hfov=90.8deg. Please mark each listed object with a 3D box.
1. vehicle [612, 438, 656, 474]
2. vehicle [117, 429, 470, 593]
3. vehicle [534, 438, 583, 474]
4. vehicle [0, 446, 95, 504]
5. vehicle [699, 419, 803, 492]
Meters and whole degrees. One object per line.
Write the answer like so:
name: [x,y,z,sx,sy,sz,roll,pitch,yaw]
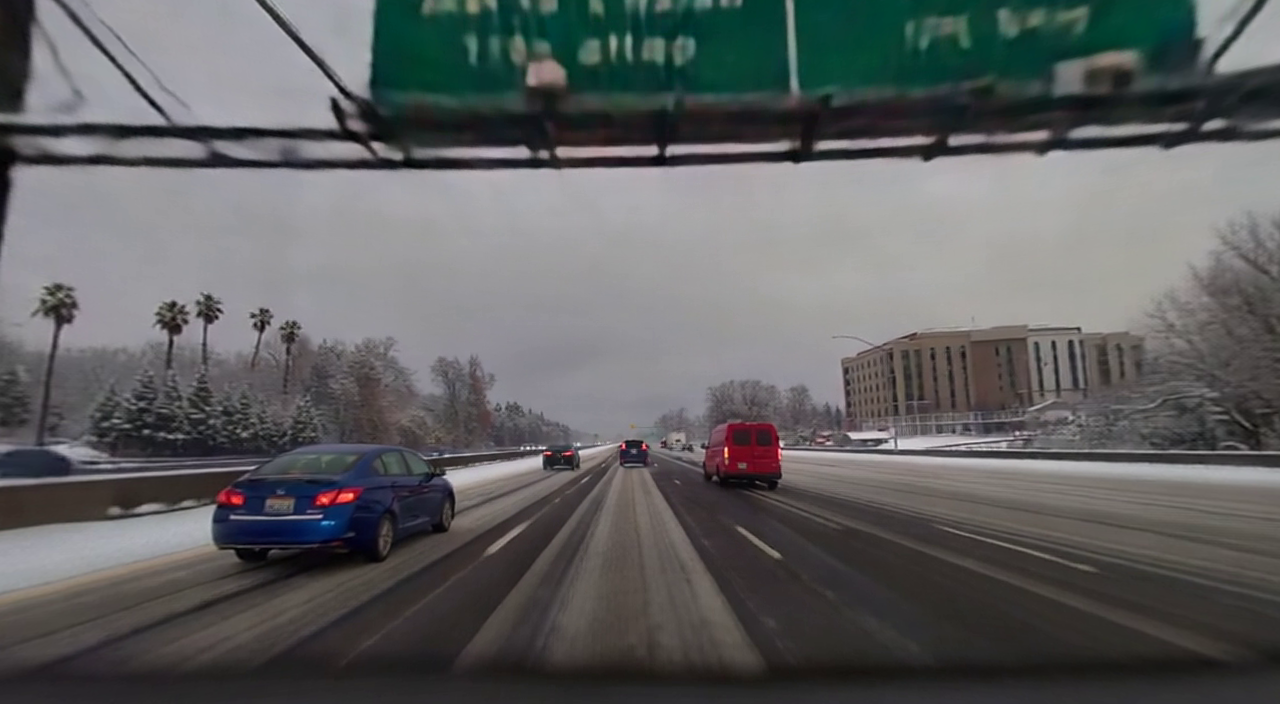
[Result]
vehicle: [-0.317,5.495,33.610,2.212,1.786,4.198,0,-9,-1]
vehicle: [-3.729,1.777,7.964,1.991,1.469,4.381,0,-9,0]
vehicle: [-4.418,5.715,34.863,2.109,1.793,4.613,0,-9,0]
vehicle: [-21.212,4.033,20.950,2.054,1.809,4.665,0,-9,-1]
vehicle: [3.450,3.409,21.047,2.250,2.074,5.723,0,-9,-2]
